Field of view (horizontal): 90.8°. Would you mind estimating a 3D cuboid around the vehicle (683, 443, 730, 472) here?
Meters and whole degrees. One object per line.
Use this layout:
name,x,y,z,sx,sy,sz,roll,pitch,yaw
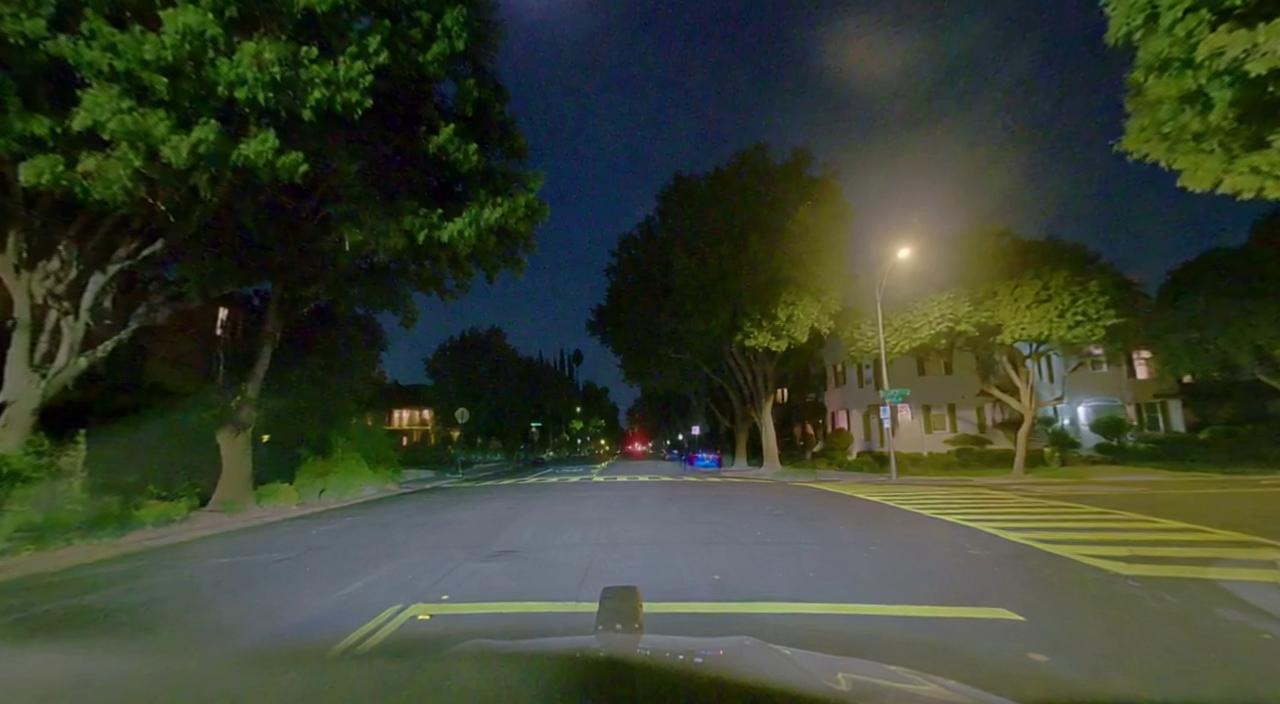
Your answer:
vehicle,3.562,5.770,34.639,1.961,1.472,4.434,0,-9,-2
